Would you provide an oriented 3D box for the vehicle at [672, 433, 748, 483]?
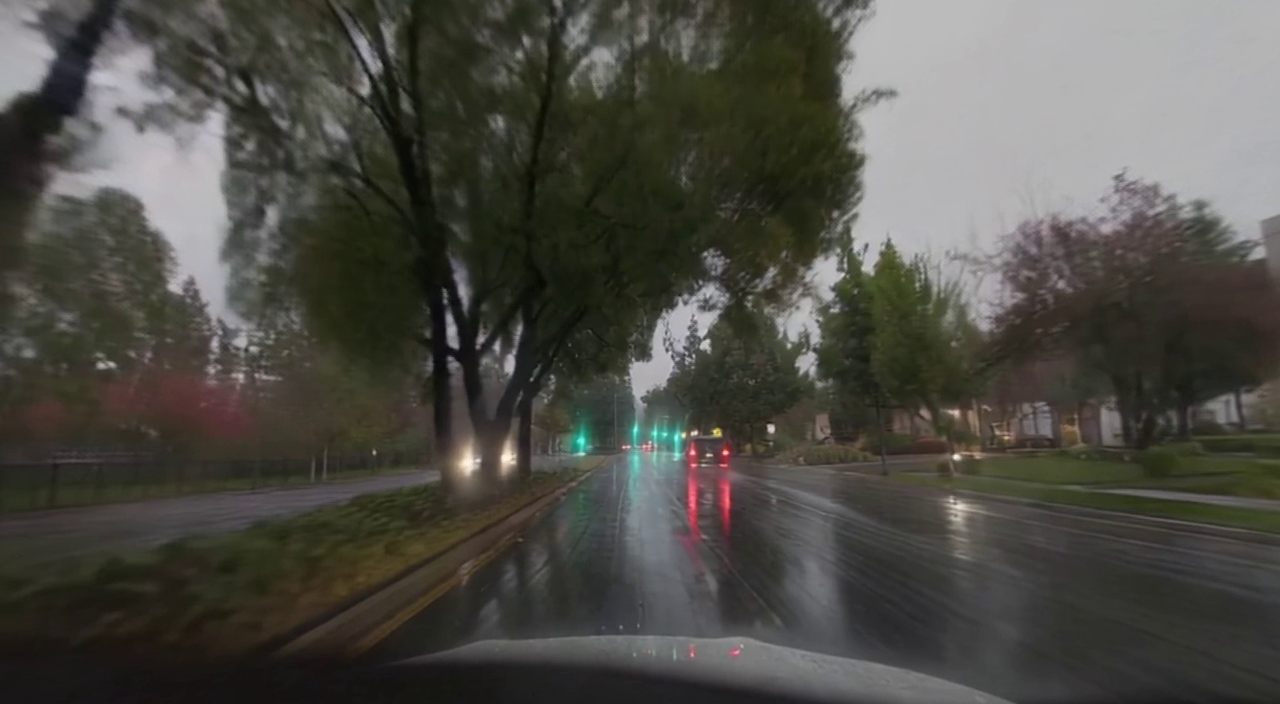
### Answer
[{"bbox_3d":[2.571,4.050,24.426,2.240,1.740,4.605,0,-8,-2],"label":"vehicle"}]

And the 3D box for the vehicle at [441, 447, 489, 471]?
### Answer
[{"bbox_3d":[-12.282,7.520,44.666,1.888,1.615,5.012,0,-8,0],"label":"vehicle"}]
